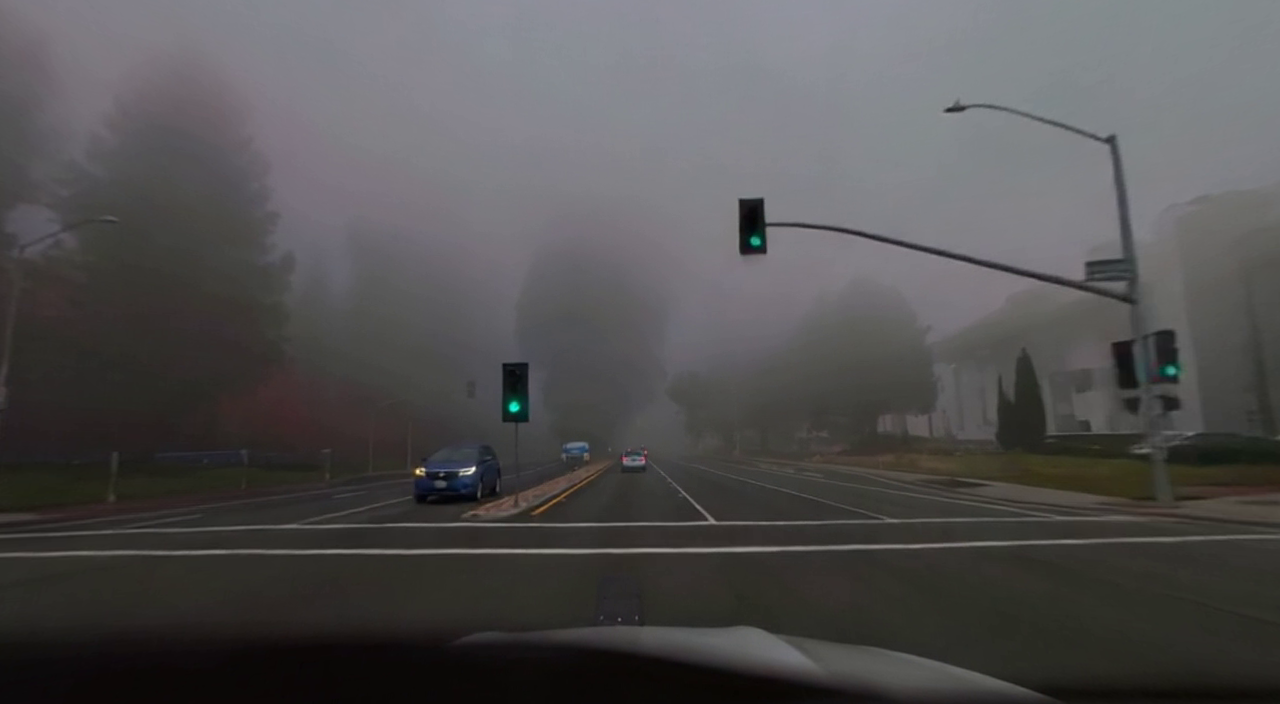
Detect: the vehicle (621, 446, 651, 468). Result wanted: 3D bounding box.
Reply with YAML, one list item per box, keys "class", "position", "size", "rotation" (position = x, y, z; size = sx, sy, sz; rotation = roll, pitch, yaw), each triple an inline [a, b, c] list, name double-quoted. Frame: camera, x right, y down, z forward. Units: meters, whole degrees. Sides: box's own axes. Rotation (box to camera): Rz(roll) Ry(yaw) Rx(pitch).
- class: "vehicle"
  position: [-0.300, 7.477, 44.813]
  size: [2.064, 1.477, 3.968]
  rotation: [0, -9, -1]

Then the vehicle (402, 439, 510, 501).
- class: "vehicle"
  position: [-5.385, 3.506, 19.058]
  size: [2.016, 1.631, 4.148]
  rotation: [0, -9, -1]
